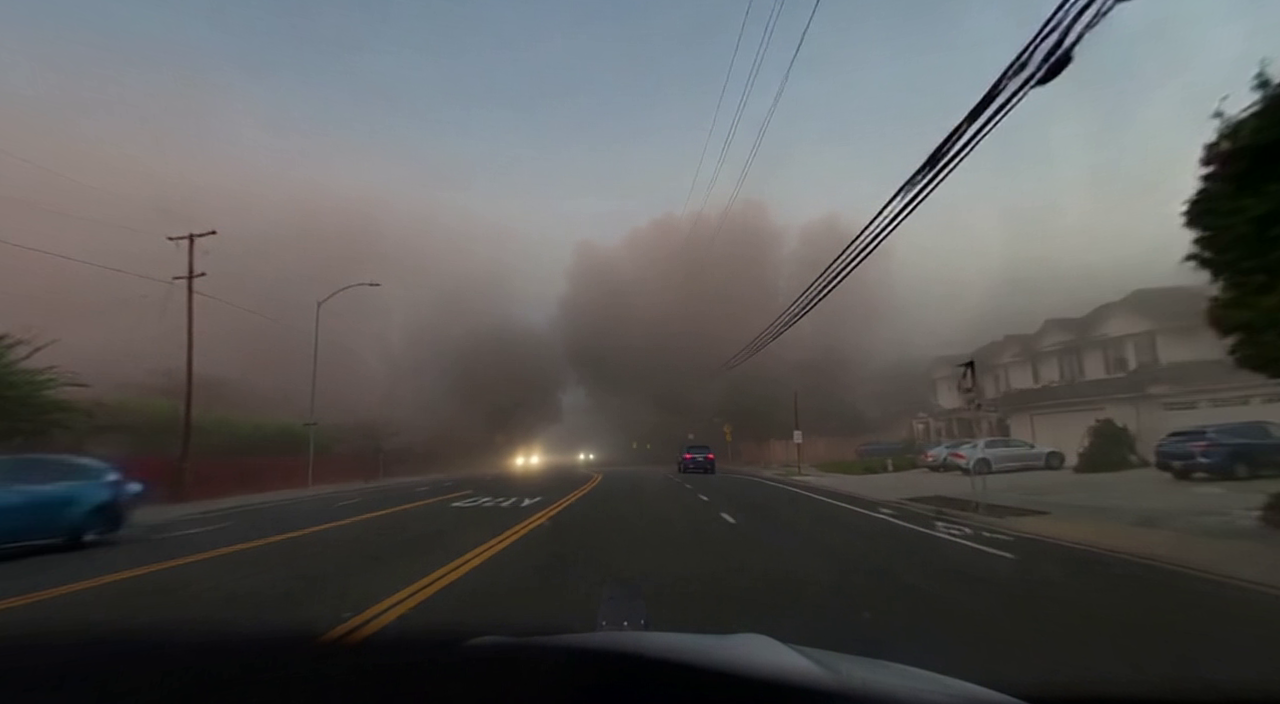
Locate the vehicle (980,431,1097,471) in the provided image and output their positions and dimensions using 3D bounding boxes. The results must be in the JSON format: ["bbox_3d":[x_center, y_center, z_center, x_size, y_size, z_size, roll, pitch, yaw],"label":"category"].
[{"bbox_3d":[16.009,4.016,25.648,1.747,1.405,4.372,-2,-9,-2],"label":"vehicle"}]

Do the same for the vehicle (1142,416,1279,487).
[{"bbox_3d":[16.429,2.580,16.588,4.329,1.682,2.240,-2,-10,2],"label":"vehicle"}]

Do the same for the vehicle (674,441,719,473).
[{"bbox_3d":[3.394,6.501,39.085,2.144,1.843,4.827,0,-9,-2],"label":"vehicle"}]

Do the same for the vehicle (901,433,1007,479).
[{"bbox_3d":[12.303,4.122,25.112,1.970,1.561,4.725,-2,-9,3],"label":"vehicle"}]

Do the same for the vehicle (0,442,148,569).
[{"bbox_3d":[-9.395,2.043,8.245,2.179,1.613,4.516,-3,-9,2],"label":"vehicle"}]

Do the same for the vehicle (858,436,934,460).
[{"bbox_3d":[18.694,7.015,46.109,4.766,1.493,2.076,-8,-11,29],"label":"vehicle"}]
